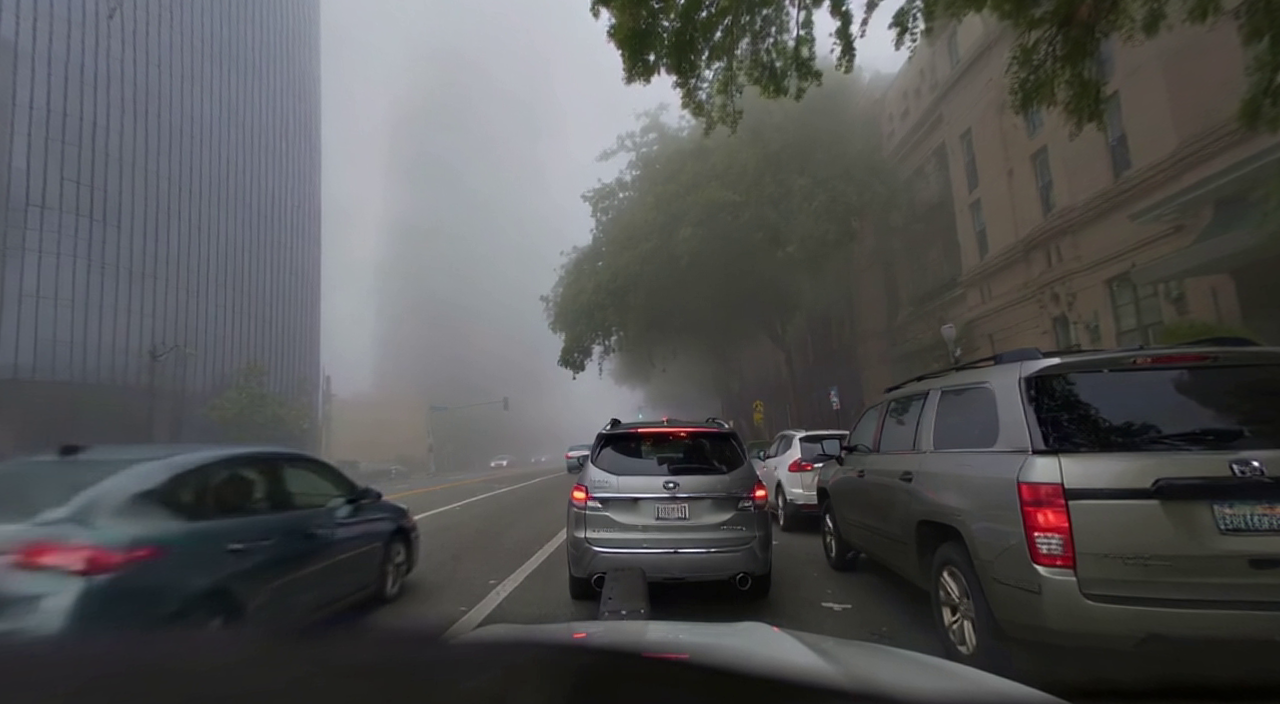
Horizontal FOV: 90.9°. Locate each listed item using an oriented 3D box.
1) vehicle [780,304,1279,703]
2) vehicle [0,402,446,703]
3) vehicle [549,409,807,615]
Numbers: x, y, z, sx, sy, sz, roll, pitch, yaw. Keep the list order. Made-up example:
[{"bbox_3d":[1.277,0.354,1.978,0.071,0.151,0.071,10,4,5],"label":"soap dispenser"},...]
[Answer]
[{"bbox_3d":[2.748,1.078,4.921,2.117,1.855,4.794,0,-9,-1],"label":"vehicle"},{"bbox_3d":[-3.046,1.215,4.020,2.088,1.483,4.708,0,-9,0],"label":"vehicle"},{"bbox_3d":[0.239,1.543,6.869,2.045,1.608,3.573,0,-9,-2],"label":"vehicle"}]
